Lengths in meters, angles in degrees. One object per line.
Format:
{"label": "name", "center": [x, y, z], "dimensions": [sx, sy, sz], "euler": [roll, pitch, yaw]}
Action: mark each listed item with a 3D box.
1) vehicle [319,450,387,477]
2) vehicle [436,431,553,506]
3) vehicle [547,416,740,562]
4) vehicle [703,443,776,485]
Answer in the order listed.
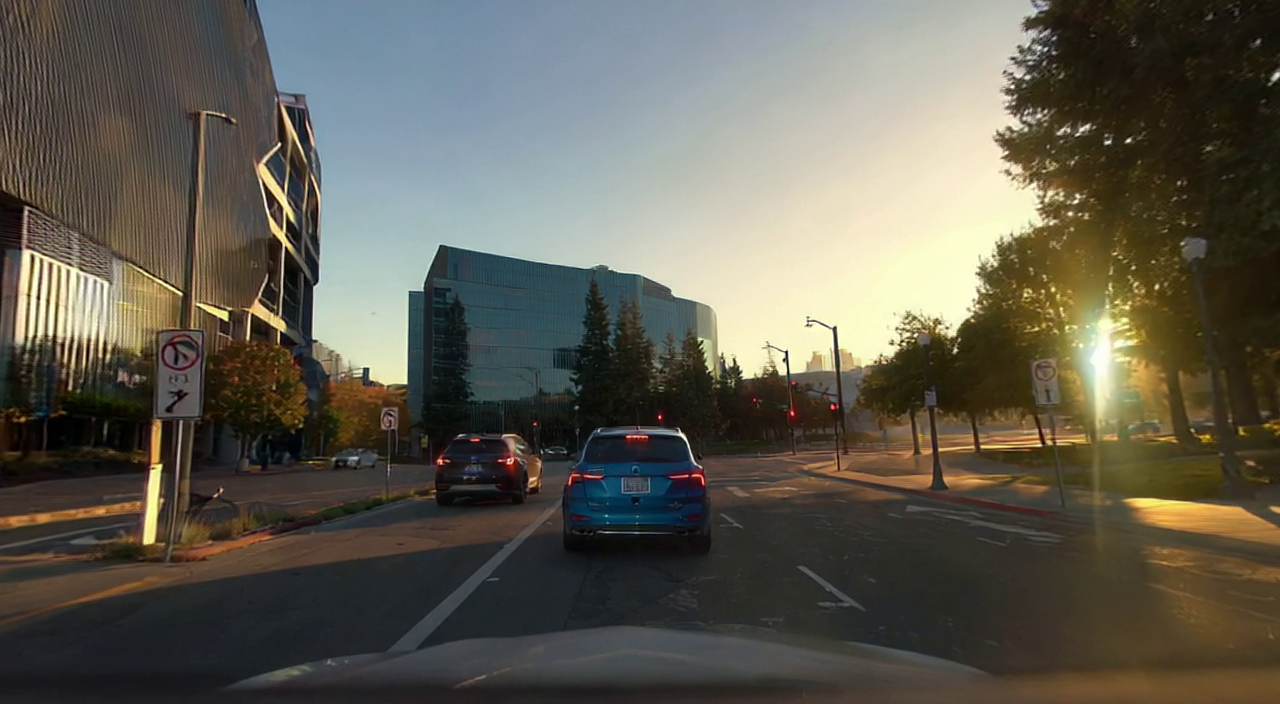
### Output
{"label": "vehicle", "center": [-16.571, 6.460, 36.781], "dimensions": [1.826, 1.422, 4.490], "euler": [0, -8, 1]}
{"label": "vehicle", "center": [-3.607, 2.979, 16.578], "dimensions": [2.068, 1.678, 4.199], "euler": [0, -8, 0]}
{"label": "vehicle", "center": [0.023, 1.881, 9.404], "dimensions": [2.207, 1.659, 4.155], "euler": [0, -8, 0]}
{"label": "vehicle", "center": [3.731, 4.256, 24.448], "dimensions": [2.082, 1.445, 4.426], "euler": [0, -8, 0]}
